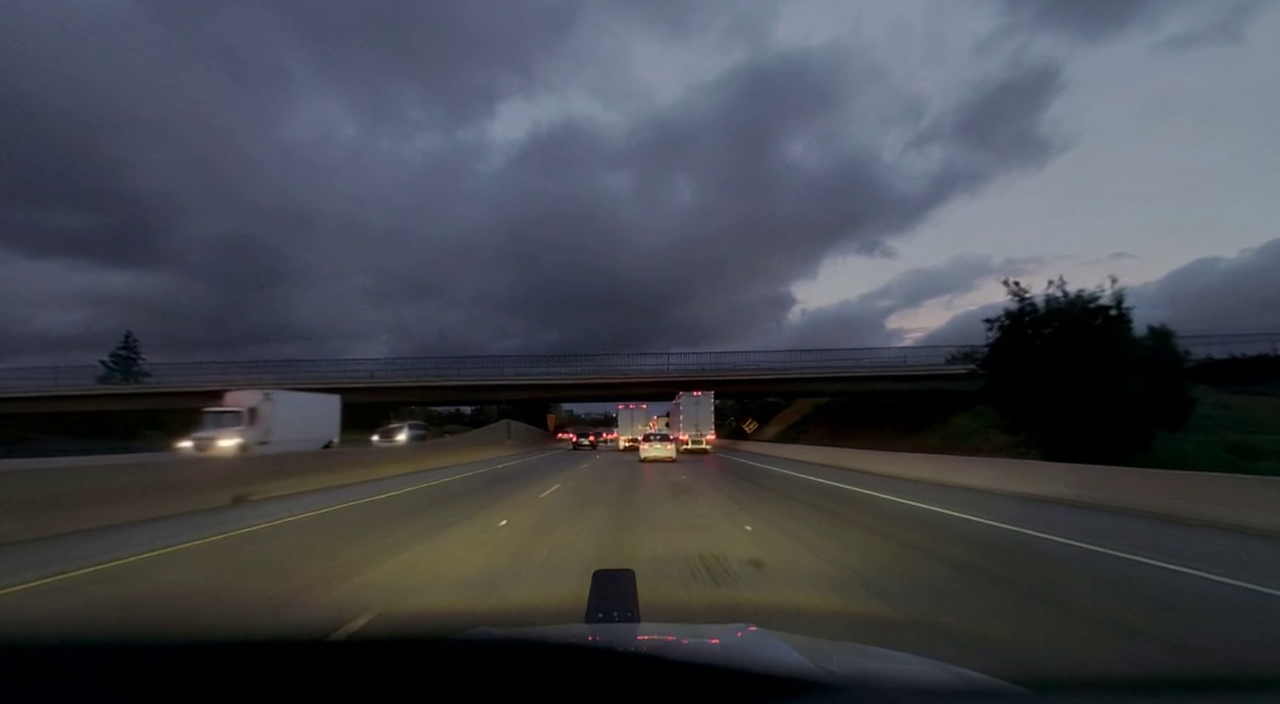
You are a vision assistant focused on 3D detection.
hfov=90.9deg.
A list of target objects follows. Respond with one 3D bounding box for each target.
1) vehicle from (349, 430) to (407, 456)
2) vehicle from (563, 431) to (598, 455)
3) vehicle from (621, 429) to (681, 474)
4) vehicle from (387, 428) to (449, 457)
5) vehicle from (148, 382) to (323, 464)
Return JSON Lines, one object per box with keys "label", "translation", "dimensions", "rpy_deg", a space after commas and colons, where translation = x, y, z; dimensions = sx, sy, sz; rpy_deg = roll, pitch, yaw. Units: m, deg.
{"label": "vehicle", "translation": [-17.245, 6.020, 41.724], "dimensions": [1.975, 1.616, 4.475], "rpy_deg": [0, -8, -1]}
{"label": "vehicle", "translation": [-4.013, 6.227, 43.124], "dimensions": [1.979, 1.527, 4.754], "rpy_deg": [0, -8, -1]}
{"label": "vehicle", "translation": [0.351, 3.660, 23.455], "dimensions": [2.059, 1.522, 3.693], "rpy_deg": [0, -8, -1]}
{"label": "vehicle", "translation": [-12.791, 5.243, 36.588], "dimensions": [2.038, 1.572, 4.216], "rpy_deg": [0, -8, 0]}
{"label": "vehicle", "translation": [-21.015, 3.891, 33.800], "dimensions": [3.125, 3.754, 9.621], "rpy_deg": [0, -8, -1]}
